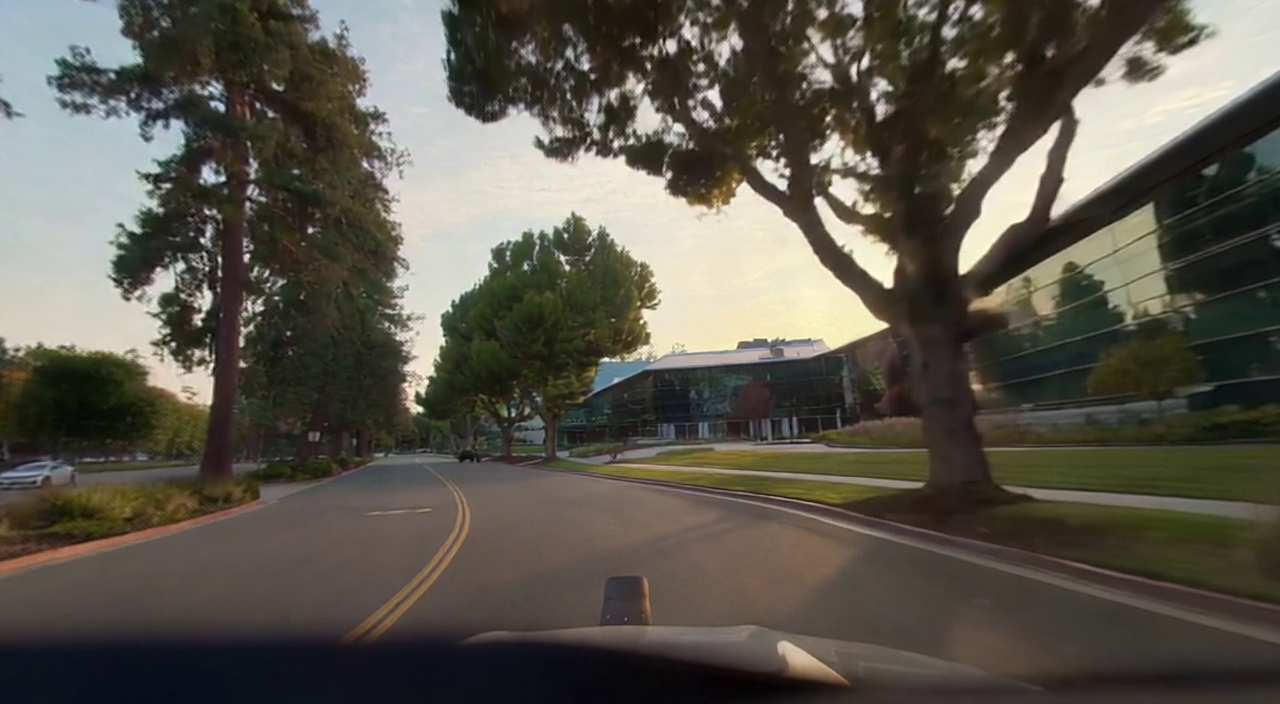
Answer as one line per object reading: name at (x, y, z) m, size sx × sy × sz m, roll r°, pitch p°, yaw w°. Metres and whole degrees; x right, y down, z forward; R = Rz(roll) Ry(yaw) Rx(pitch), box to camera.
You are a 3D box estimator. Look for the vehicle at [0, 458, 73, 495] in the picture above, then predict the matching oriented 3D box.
vehicle at (-31.135, 6.224, 31.764) m, size 1.929 × 1.650 × 4.638 m, roll 2°, pitch -9°, yaw -17°
